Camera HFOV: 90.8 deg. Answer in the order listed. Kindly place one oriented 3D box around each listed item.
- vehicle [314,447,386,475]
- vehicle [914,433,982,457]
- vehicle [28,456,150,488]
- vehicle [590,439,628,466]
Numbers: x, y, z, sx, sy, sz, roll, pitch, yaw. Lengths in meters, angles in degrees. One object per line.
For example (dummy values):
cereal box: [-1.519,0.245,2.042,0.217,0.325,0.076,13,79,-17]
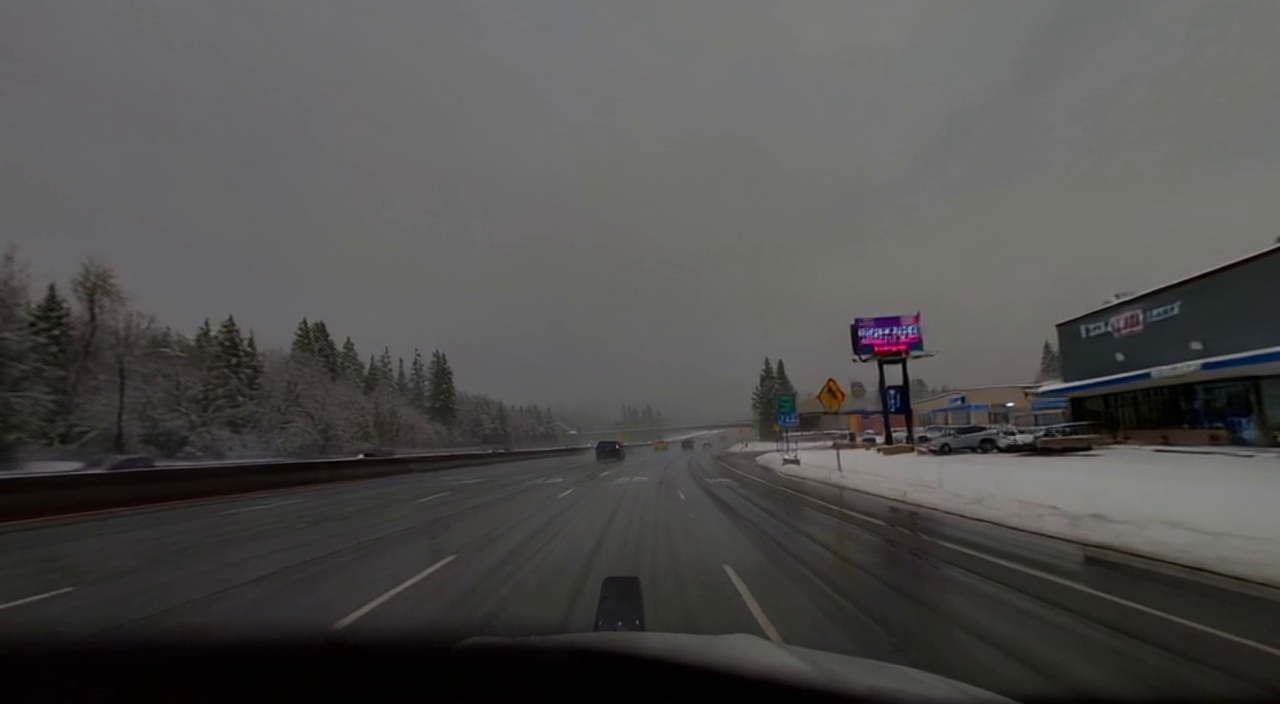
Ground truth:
vehicle: [-17.882,6.705,39.200,1.972,1.610,4.607,-1,-9,4]
vehicle: [22.907,6.928,46.969,4.317,1.504,1.884,-7,-9,29]
vehicle: [-28.731,6.243,33.178,1.931,1.452,4.774,0,-9,3]
vehicle: [-2.091,6.955,44.013,2.139,1.782,4.079,-1,-9,5]
